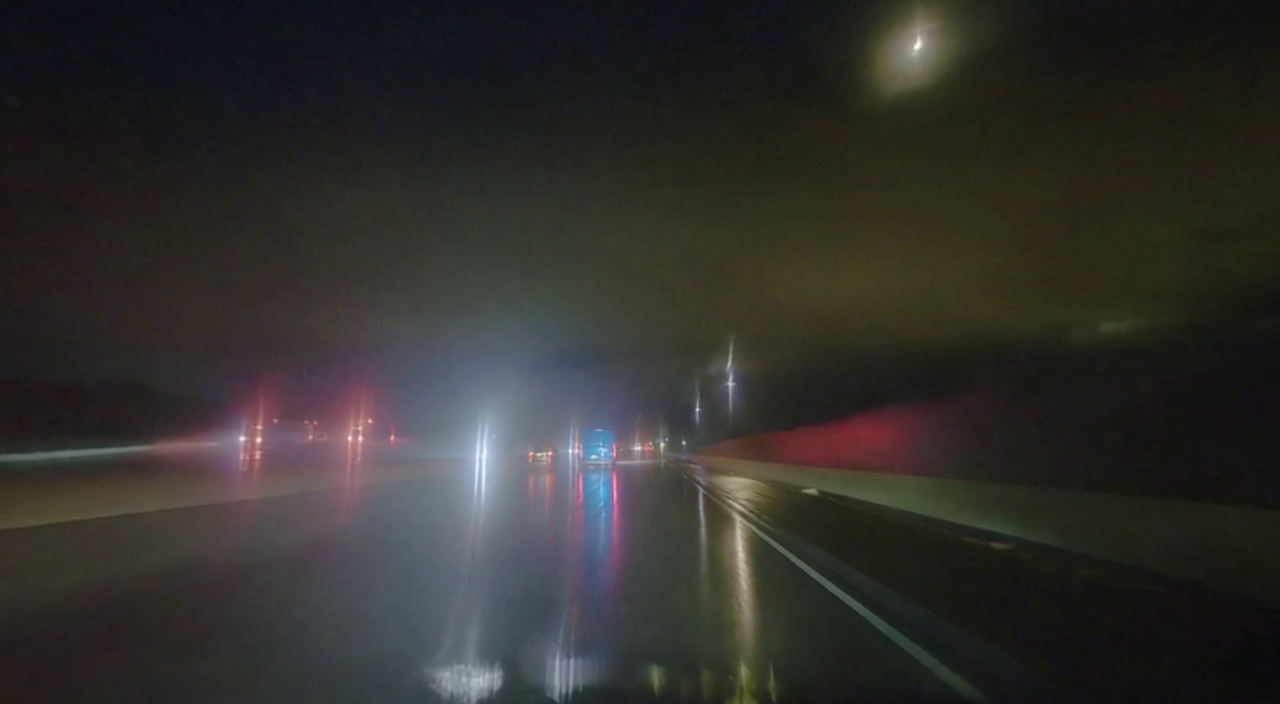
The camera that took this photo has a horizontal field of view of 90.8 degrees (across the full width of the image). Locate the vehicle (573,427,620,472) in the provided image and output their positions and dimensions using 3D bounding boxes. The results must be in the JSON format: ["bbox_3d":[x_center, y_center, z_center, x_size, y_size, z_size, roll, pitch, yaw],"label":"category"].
[{"bbox_3d":[-2.572,6.073,39.187,2.437,2.565,5.829,0,-9,1],"label":"vehicle"}]

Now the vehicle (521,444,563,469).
[{"bbox_3d":[-6.767,7.297,44.065,2.164,1.664,4.252,0,-9,1],"label":"vehicle"}]
